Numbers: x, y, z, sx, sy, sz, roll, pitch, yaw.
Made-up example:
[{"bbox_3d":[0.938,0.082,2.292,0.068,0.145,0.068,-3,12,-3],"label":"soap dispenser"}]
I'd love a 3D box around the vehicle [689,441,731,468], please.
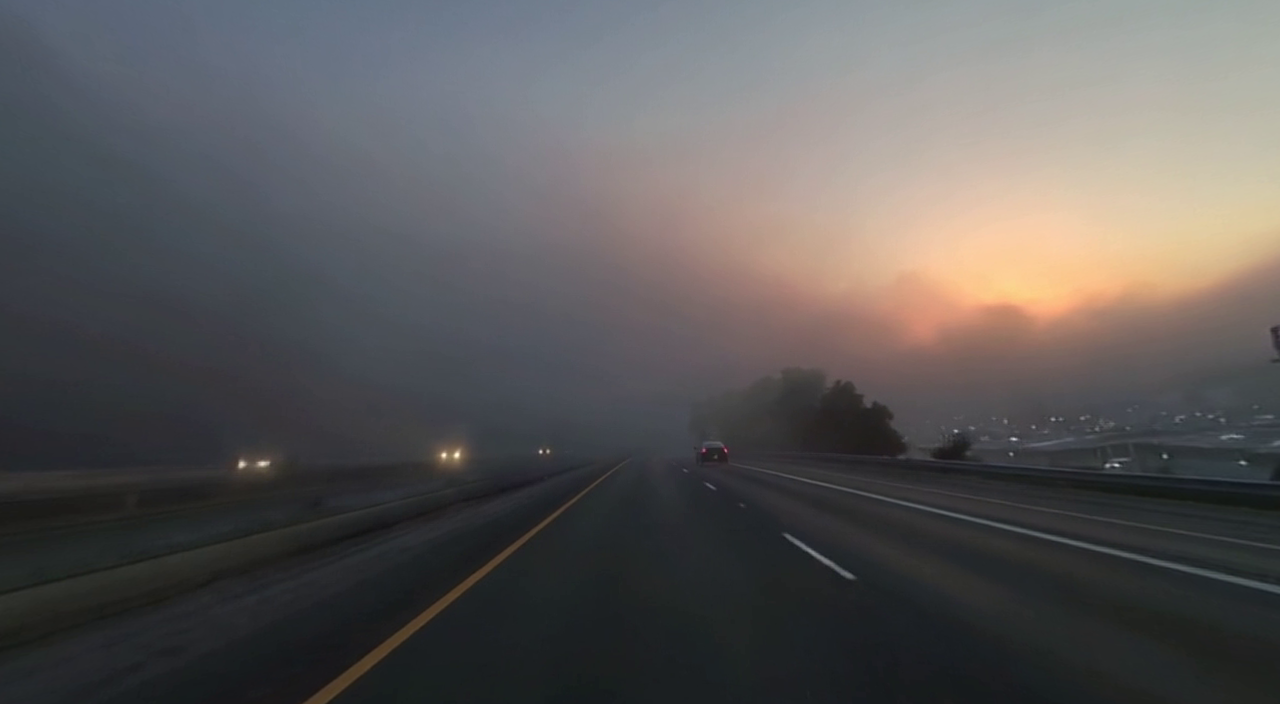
[{"bbox_3d":[4.216,6.232,38.498,2.062,1.518,4.026,0,-8,-1],"label":"vehicle"}]

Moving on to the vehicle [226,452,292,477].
[{"bbox_3d":[-27.602,8.112,45.849,1.906,1.658,4.584,0,-8,1],"label":"vehicle"}]
